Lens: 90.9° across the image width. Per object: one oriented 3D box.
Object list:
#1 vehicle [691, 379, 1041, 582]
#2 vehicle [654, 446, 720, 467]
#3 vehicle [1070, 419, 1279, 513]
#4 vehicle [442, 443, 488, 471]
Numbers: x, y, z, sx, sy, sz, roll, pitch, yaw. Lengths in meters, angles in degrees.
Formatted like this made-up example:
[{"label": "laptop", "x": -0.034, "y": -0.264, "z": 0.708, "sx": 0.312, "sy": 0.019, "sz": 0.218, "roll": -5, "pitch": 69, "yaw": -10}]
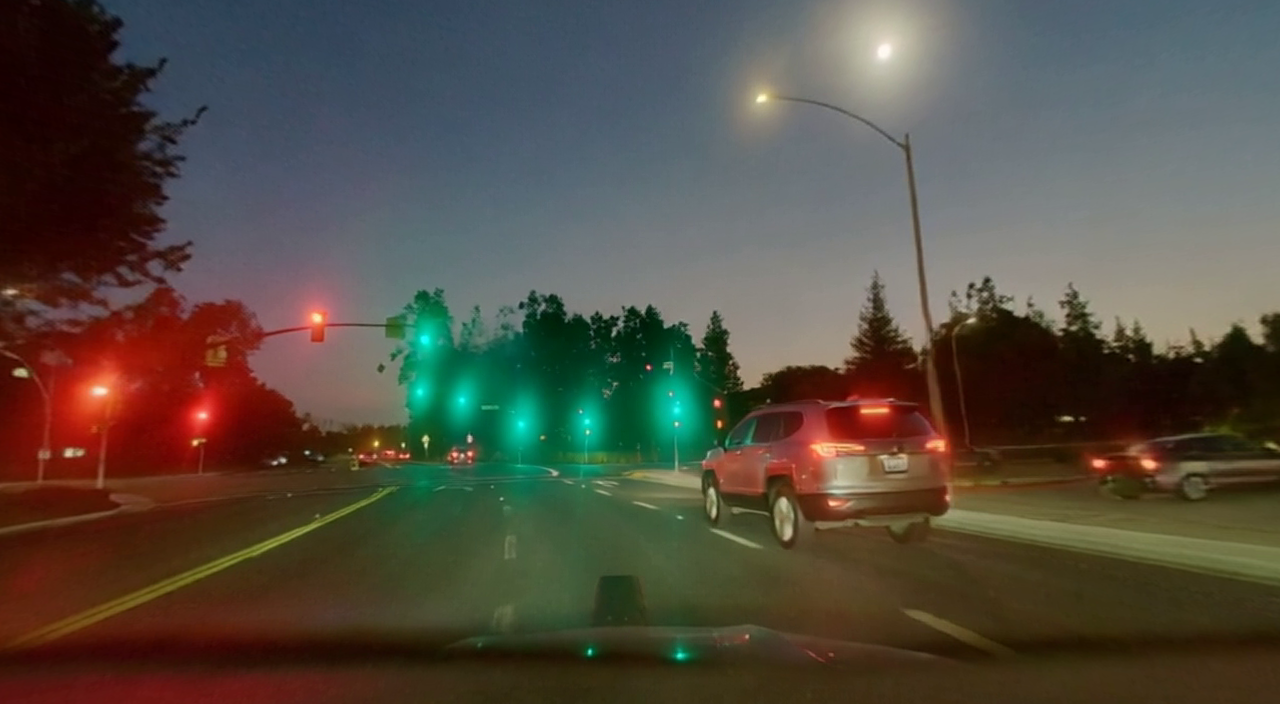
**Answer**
[{"label": "vehicle", "x": 2.662, "y": 1.750, "z": 9.479, "sx": 2.338, "sy": 2.063, "sz": 5.592, "roll": 1, "pitch": -9, "yaw": -11}, {"label": "vehicle", "x": 3.460, "y": 7.689, "z": 46.543, "sx": 4.413, "sy": 1.449, "sz": 1.963, "roll": 3, "pitch": -9, "yaw": -23}, {"label": "vehicle", "x": 11.872, "y": 2.320, "z": 13.251, "sx": 4.426, "sy": 1.461, "sz": 1.996, "roll": -3, "pitch": -9, "yaw": -13}, {"label": "vehicle", "x": -11.700, "y": 6.916, "z": 41.866, "sx": 2.138, "sy": 1.729, "sz": 4.178, "roll": 4, "pitch": -10, "yaw": -26}]
